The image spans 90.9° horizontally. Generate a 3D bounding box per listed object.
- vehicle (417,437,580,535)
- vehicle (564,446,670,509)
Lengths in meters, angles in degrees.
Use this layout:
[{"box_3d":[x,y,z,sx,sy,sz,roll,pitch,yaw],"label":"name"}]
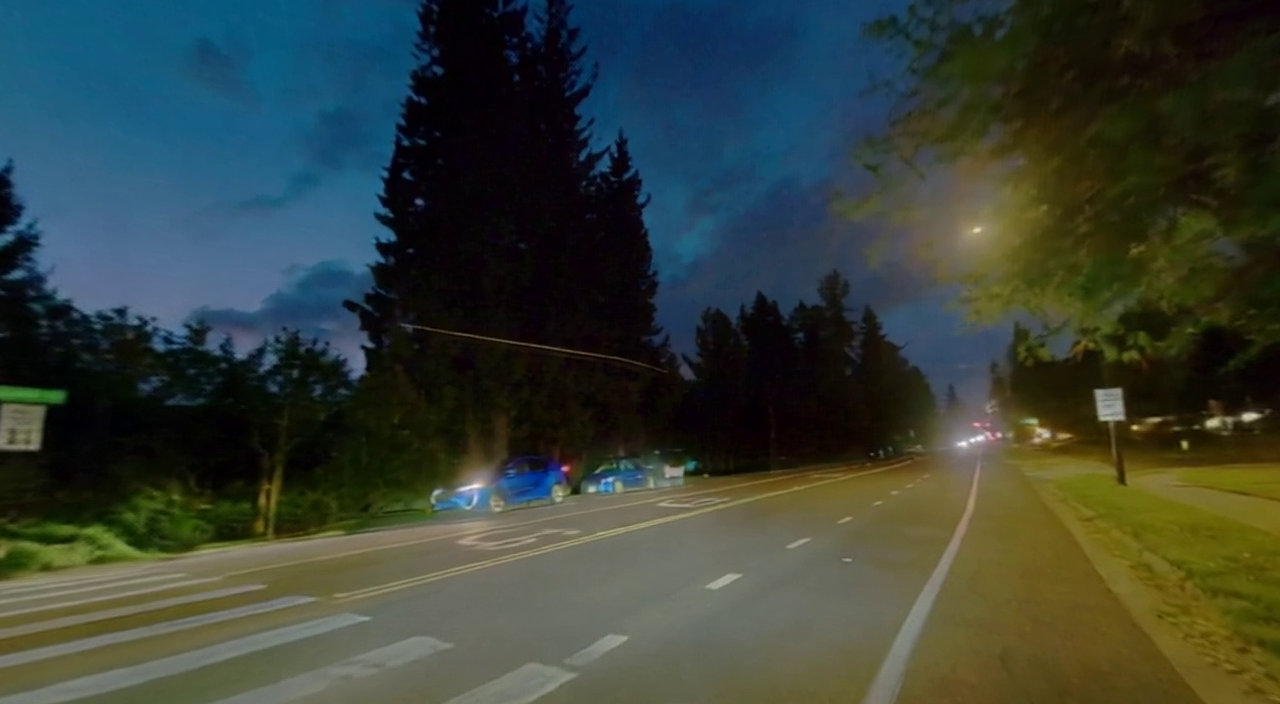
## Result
[{"box_3d":[-4.245,4.089,19.941,2.159,1.959,5.179,-9,-3,24],"label":"vehicle"},{"box_3d":[-0.832,5.060,25.807,2.087,1.700,4.467,-9,-4,29],"label":"vehicle"}]
